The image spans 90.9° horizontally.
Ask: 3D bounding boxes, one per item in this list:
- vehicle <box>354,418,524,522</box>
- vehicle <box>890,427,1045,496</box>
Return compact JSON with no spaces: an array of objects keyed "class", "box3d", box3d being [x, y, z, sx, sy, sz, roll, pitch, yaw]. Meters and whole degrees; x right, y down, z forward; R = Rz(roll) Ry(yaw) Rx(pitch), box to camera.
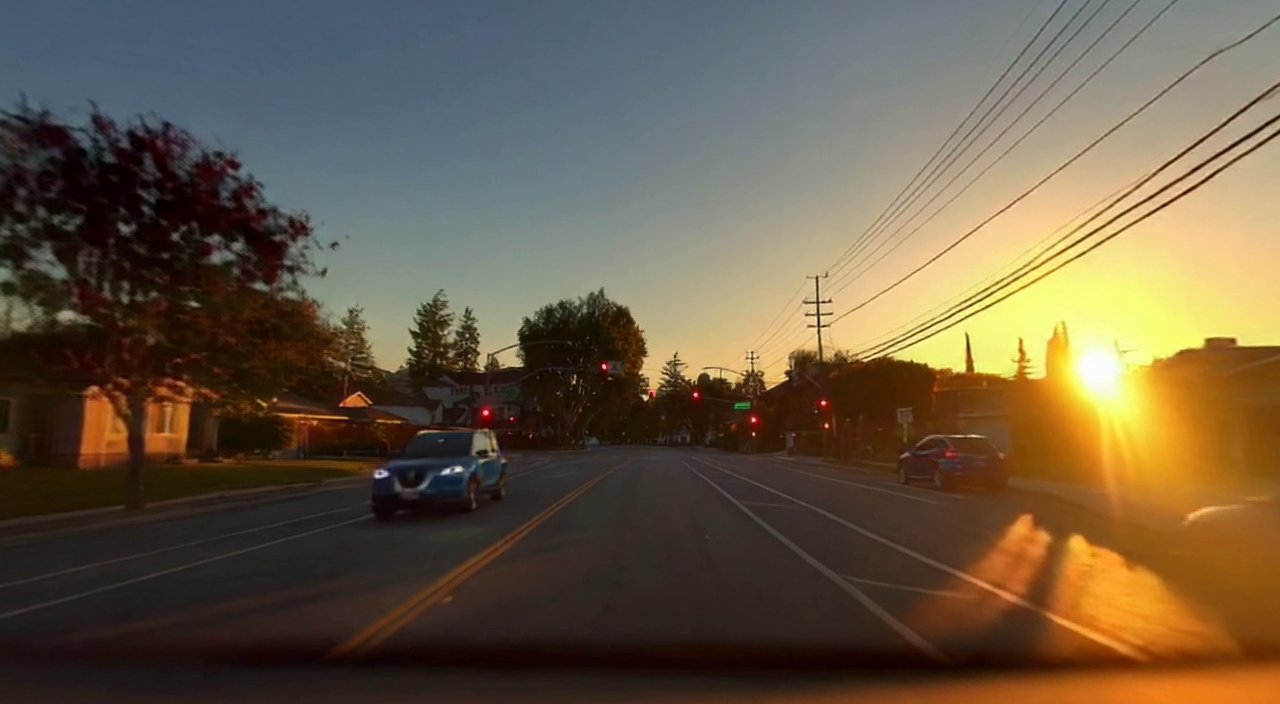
[{"class":"vehicle","box3d":[-3.950,2.419,13.471,2.012,1.778,4.990,0,-8,-1]},{"class":"vehicle","box3d":[9.530,3.232,18.967,2.170,1.771,4.908,0,-8,2]}]
